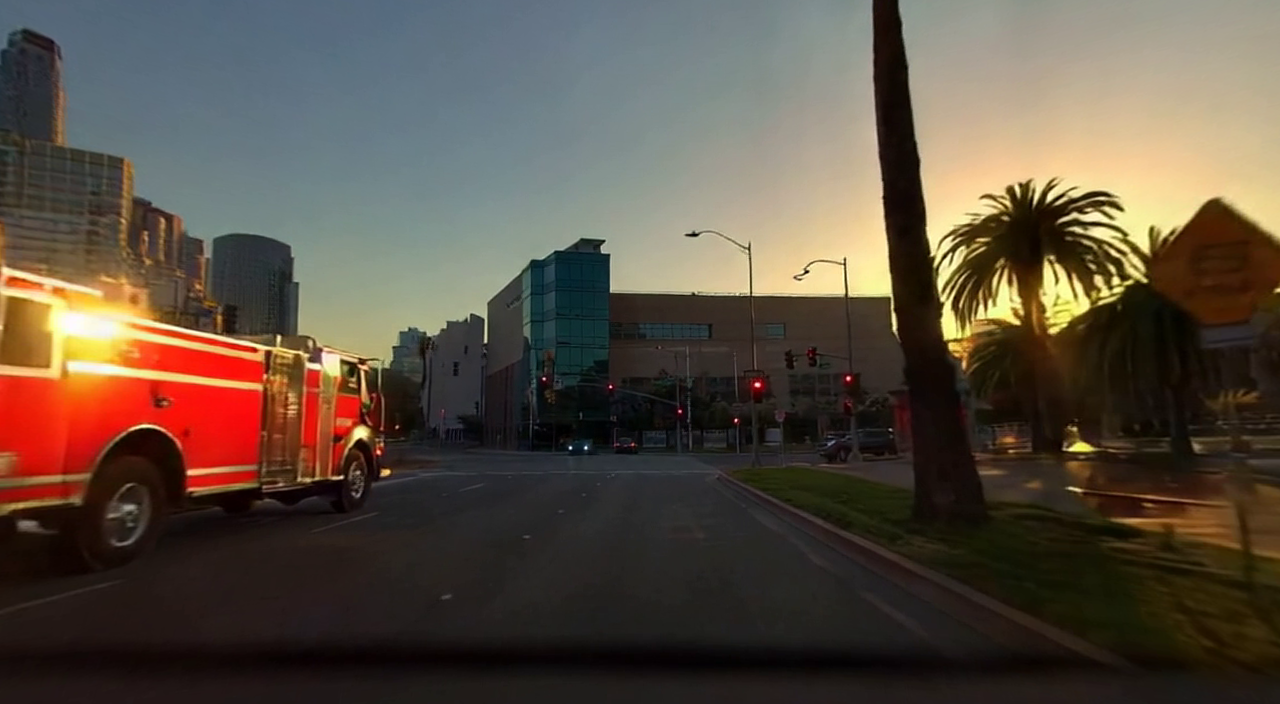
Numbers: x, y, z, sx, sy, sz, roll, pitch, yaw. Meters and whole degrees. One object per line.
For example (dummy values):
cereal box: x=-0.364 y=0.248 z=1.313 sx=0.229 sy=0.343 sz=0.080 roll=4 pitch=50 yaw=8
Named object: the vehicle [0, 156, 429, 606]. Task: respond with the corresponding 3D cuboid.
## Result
vehicle: x=-6.880 y=0.948 z=9.892 sx=3.008 sy=3.730 sz=11.786 roll=0 pitch=-9 yaw=0
